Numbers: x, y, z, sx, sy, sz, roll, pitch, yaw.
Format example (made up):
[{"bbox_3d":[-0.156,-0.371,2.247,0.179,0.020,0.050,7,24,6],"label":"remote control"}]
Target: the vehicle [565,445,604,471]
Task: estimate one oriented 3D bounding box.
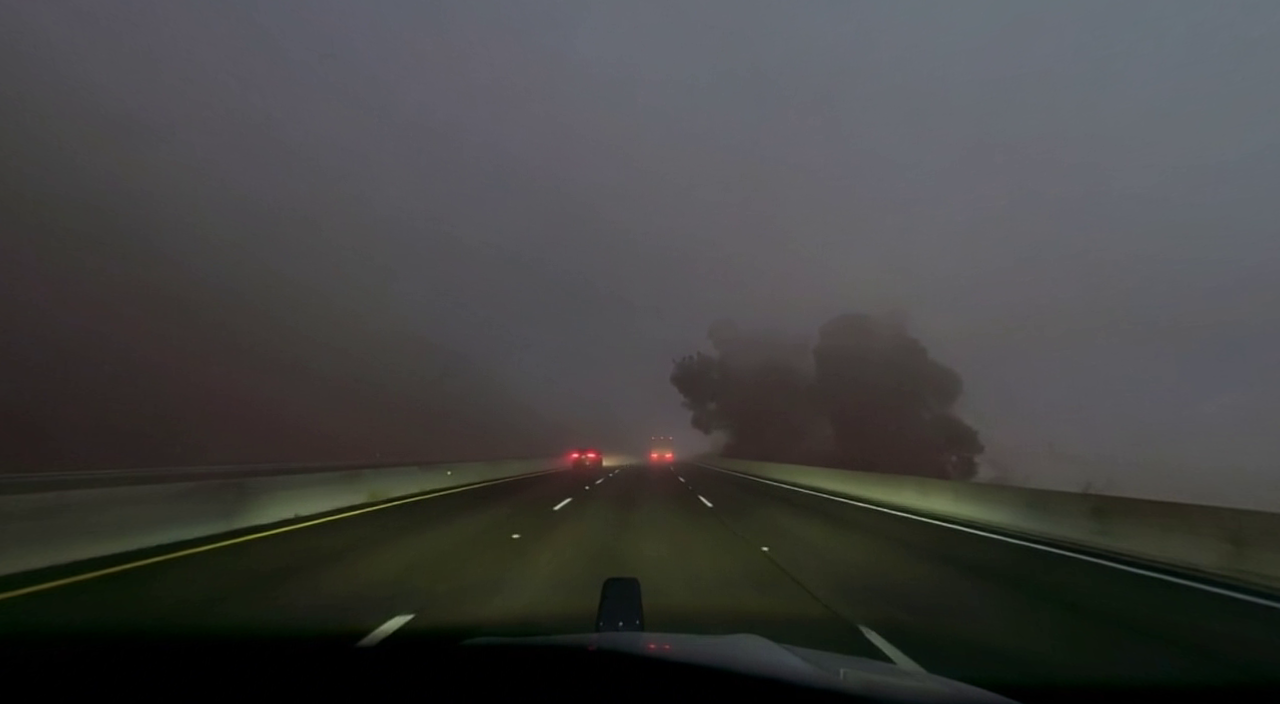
[{"bbox_3d":[-3.629,6.990,41.716,2.035,1.595,4.022,0,-9,2],"label":"vehicle"}]
